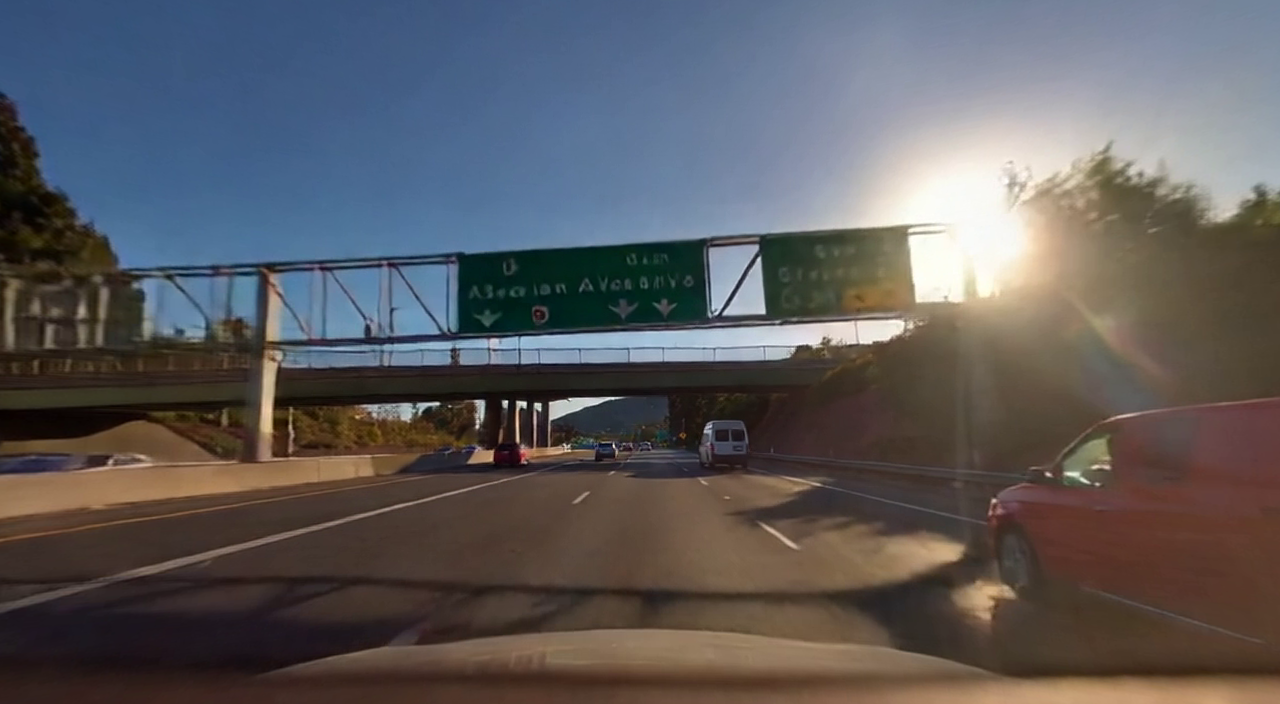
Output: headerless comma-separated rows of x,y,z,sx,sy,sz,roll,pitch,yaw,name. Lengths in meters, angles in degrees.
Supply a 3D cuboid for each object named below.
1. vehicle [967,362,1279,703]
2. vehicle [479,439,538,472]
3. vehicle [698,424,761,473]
4.107,0.981,3.568,2.100,1.690,4.536,0,-8,1,vehicle
-6.976,5.533,33.983,2.068,1.632,4.623,-1,-8,2,vehicle
4.400,4.886,31.976,2.347,2.234,5.352,0,-8,0,vehicle
